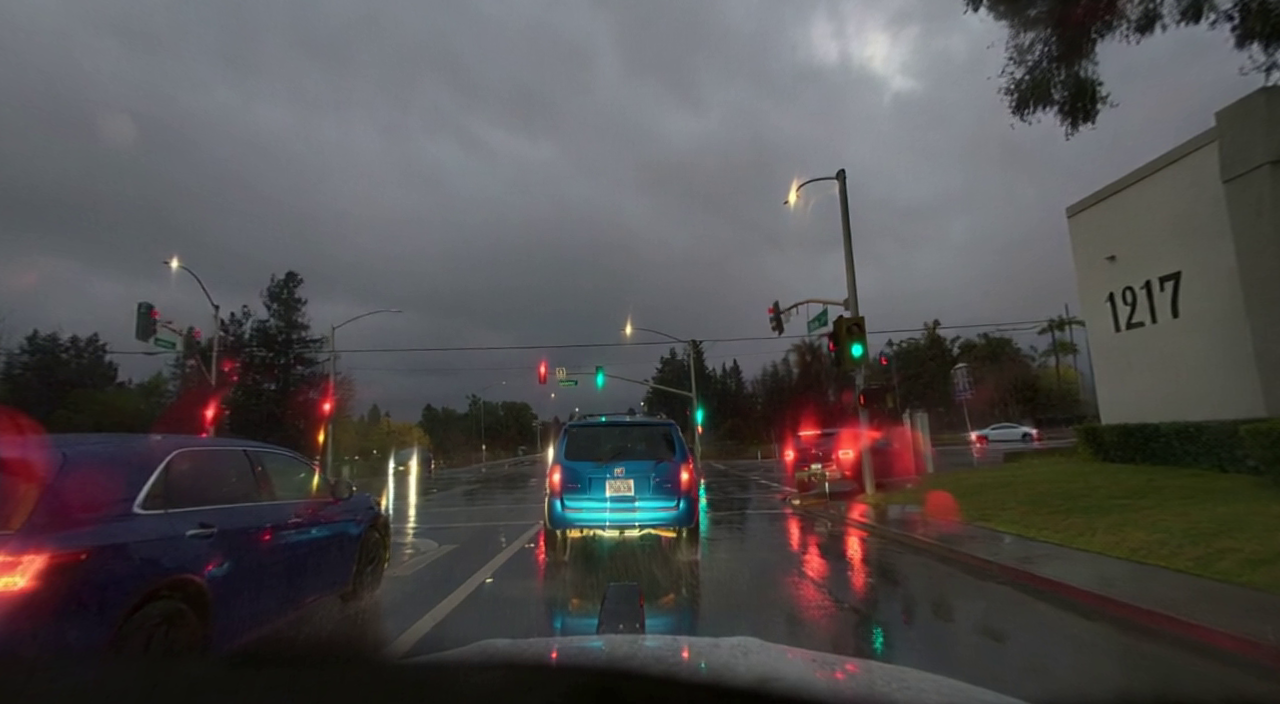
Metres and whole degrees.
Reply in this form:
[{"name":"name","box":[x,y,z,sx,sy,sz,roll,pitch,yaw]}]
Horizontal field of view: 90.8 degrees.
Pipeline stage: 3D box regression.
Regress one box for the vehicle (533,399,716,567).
[{"name":"vehicle","box":[-0.178,1.798,9.347,2.059,1.877,4.249,0,-8,0]}]

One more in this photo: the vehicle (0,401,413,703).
[{"name":"vehicle","box":[-3.379,1.258,4.552,2.011,1.527,4.008,0,-8,-1]}]

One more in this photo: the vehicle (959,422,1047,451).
[{"name":"vehicle","box":[19.792,4.627,34.465,3.830,1.545,2.006,3,-9,-19]}]

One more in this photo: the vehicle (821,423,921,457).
[{"name":"vehicle","box":[12.817,4.902,35.095,4.872,1.806,2.107,3,-9,-19]}]
